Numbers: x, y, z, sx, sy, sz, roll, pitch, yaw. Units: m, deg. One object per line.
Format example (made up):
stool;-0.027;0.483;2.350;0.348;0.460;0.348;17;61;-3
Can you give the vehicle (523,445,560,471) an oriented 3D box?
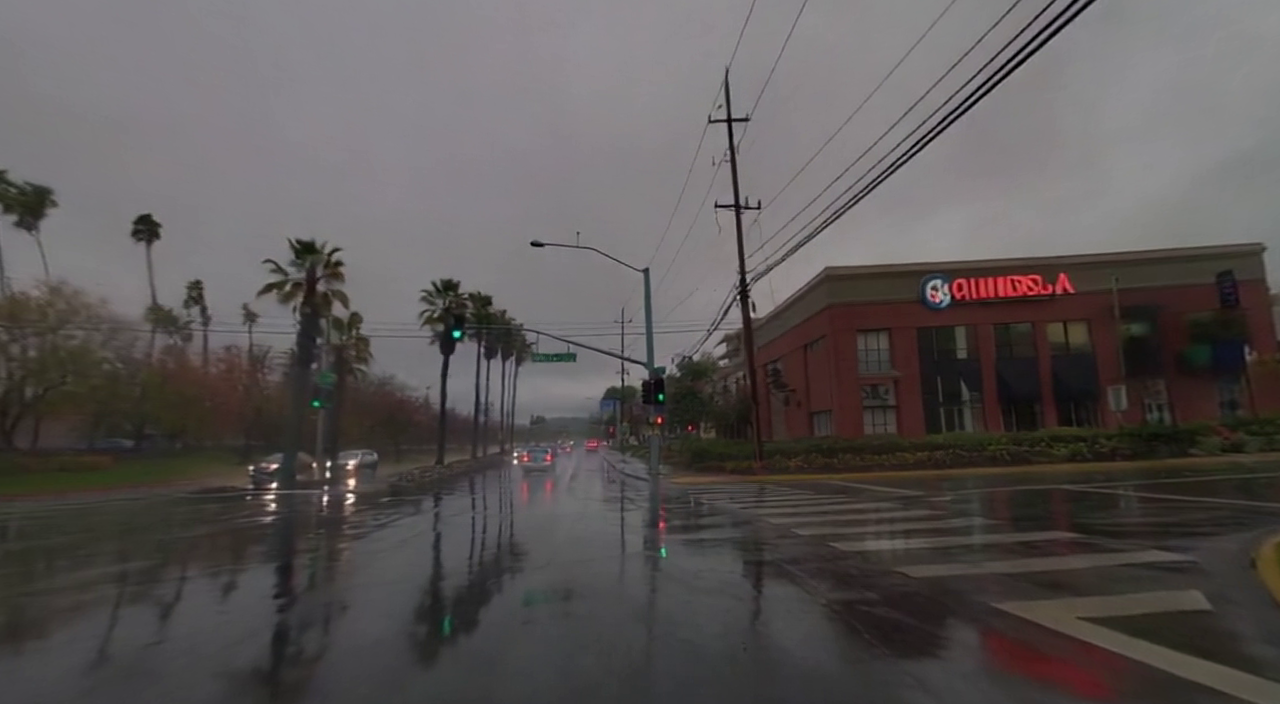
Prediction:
vehicle;-6.086;6.566;39.385;2.063;1.474;4.334;1;-9;-7

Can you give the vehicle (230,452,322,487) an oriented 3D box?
vehicle;-17.429;5.595;30.552;1.997;1.480;4.715;1;-8;-6

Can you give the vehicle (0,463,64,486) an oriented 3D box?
vehicle;-43.976;8.739;45.013;3.829;1.510;1.790;1;-8;-7
